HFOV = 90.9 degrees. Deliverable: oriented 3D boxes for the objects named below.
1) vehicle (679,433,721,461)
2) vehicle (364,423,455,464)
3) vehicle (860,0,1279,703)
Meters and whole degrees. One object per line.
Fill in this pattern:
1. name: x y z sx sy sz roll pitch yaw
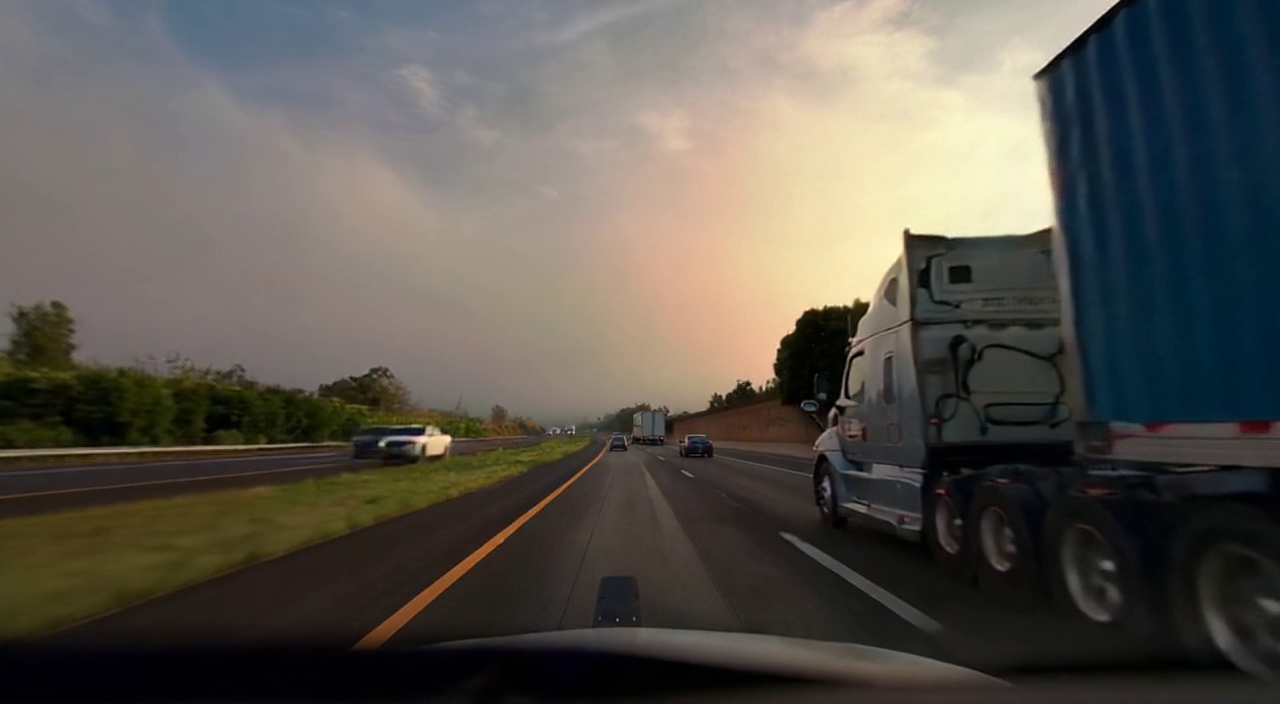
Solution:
1. vehicle: 3.339 5.356 35.865 1.813 1.454 4.197 0 -7 -3
2. vehicle: -8.926 3.578 24.835 1.989 1.462 4.329 0 -7 -1
3. vehicle: 4.348 -0.653 0.661 2.965 4.033 14.299 0 -7 -1
